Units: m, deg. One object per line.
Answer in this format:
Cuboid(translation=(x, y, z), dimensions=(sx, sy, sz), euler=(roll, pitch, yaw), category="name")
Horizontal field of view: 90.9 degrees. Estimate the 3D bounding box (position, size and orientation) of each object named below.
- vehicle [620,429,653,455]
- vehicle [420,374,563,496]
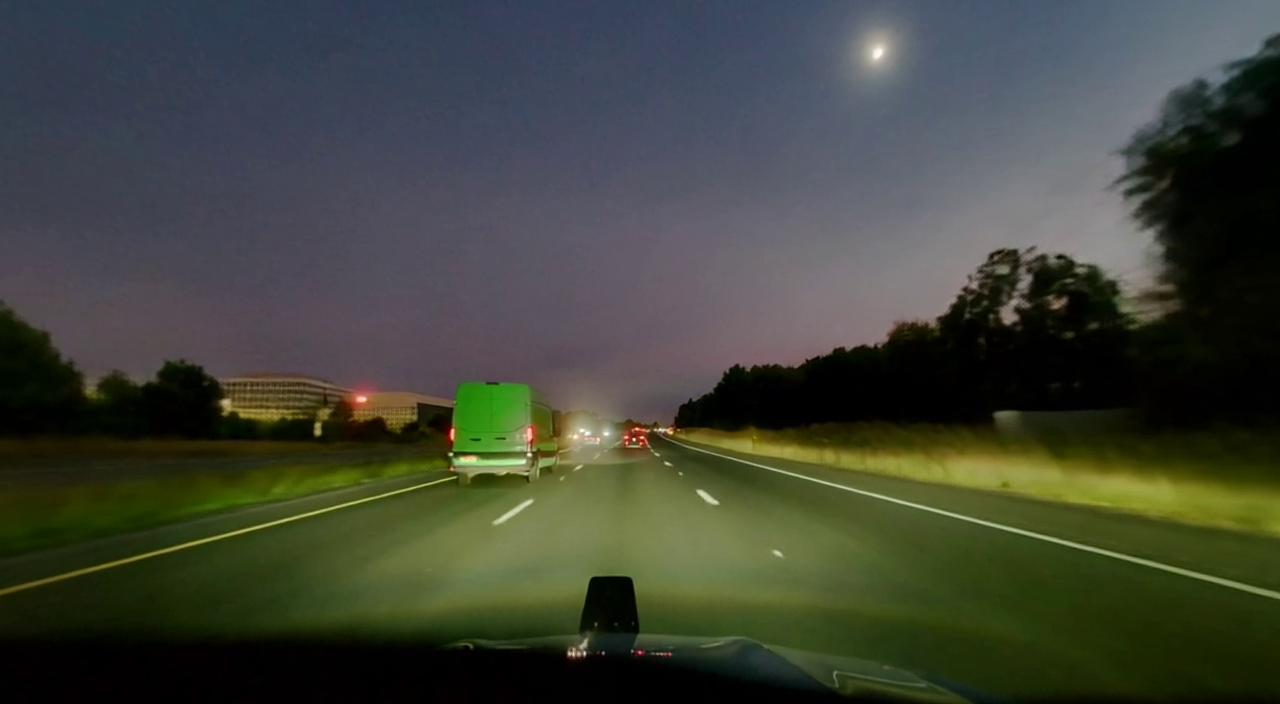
Cuboid(translation=(-0.250, 6.000, 42.118), dimensions=(2.104, 1.646, 4.176), euler=(0, -8, -1), category="vehicle")
Cuboid(translation=(-3.493, 2.134, 16.267), dimensions=(2.424, 2.577, 5.828), euler=(0, -8, -2), category="vehicle")
